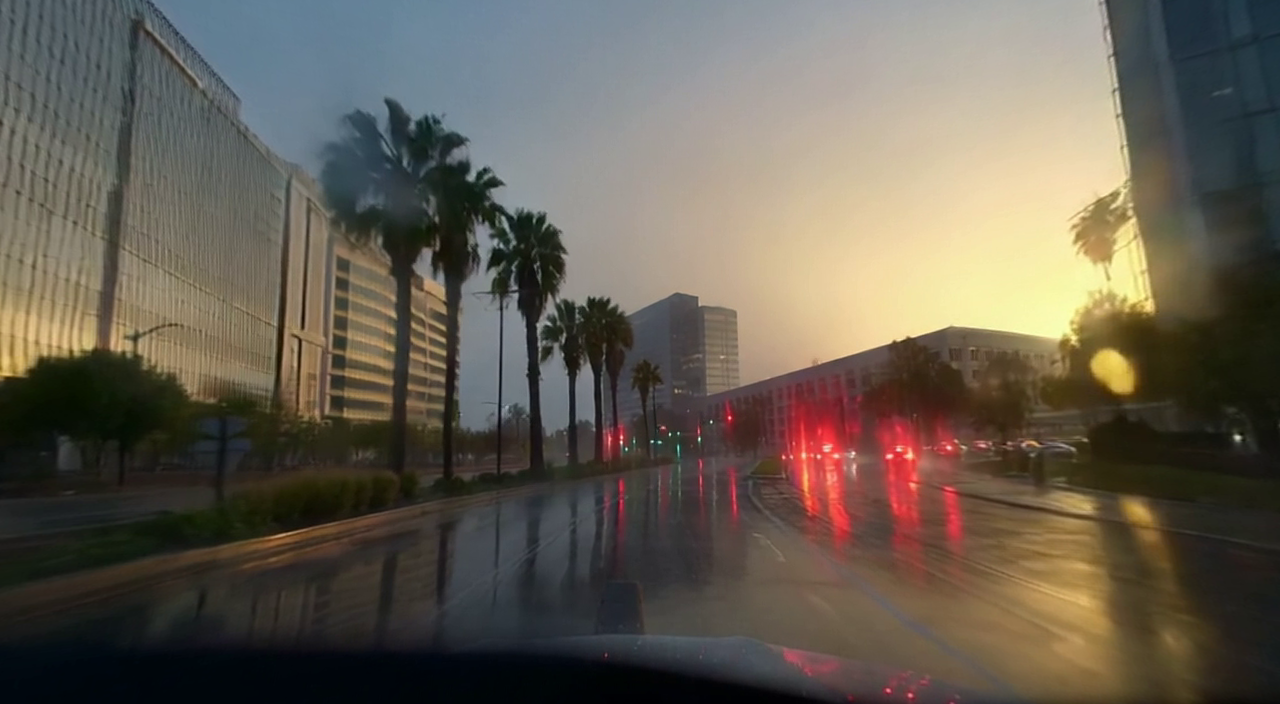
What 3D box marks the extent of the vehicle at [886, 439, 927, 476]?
[{"bbox_3d":[18.010,7.168,42.664,2.219,2.342,1.744,-1,-11,13],"label":"vehicle"}]
